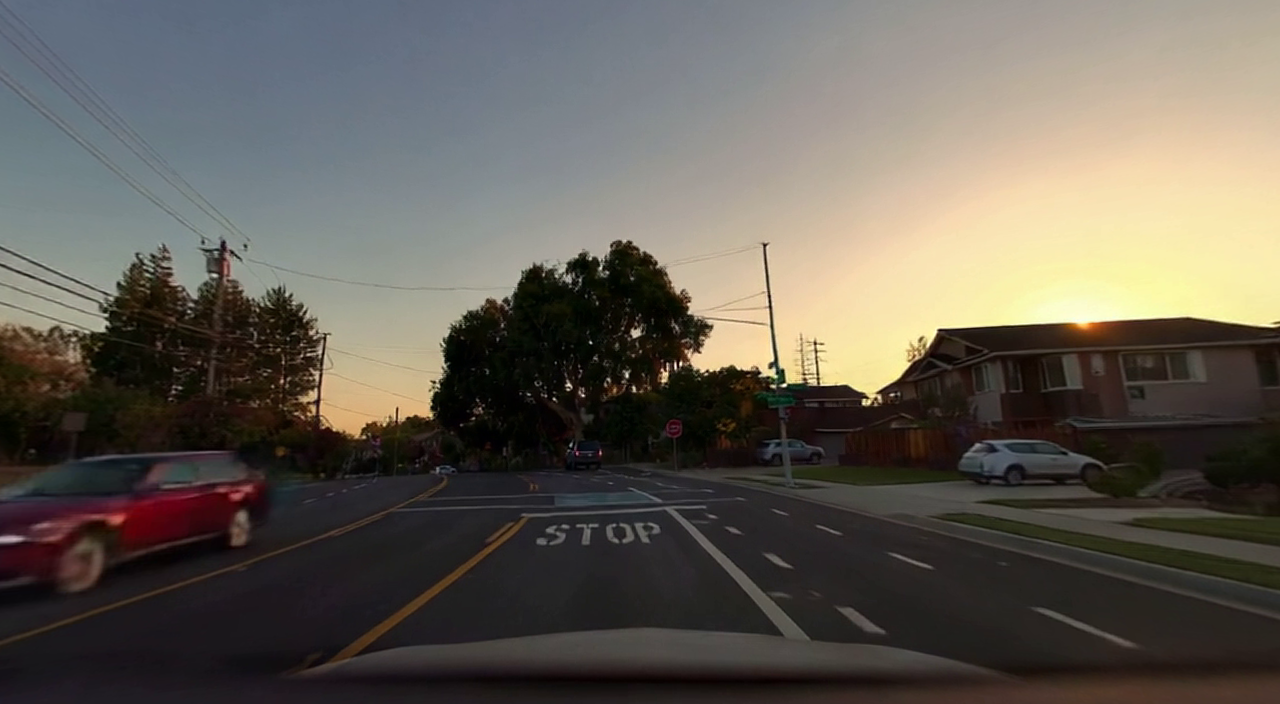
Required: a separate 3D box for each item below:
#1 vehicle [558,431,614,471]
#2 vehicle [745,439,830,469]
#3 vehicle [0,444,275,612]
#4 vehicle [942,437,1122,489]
[{"bbox_3d":[-2.888,5.059,32.708,2.284,1.741,4.702,4,-7,-11],"label":"vehicle"},{"bbox_3d":[8.939,6.158,38.273,4.582,1.707,1.934,2,-8,-12],"label":"vehicle"},{"bbox_3d":[-6.805,1.887,7.703,2.003,1.483,4.545,0,-8,-1],"label":"vehicle"},{"bbox_3d":[12.035,3.394,19.547,4.383,1.508,1.884,1,-8,-5],"label":"vehicle"}]
